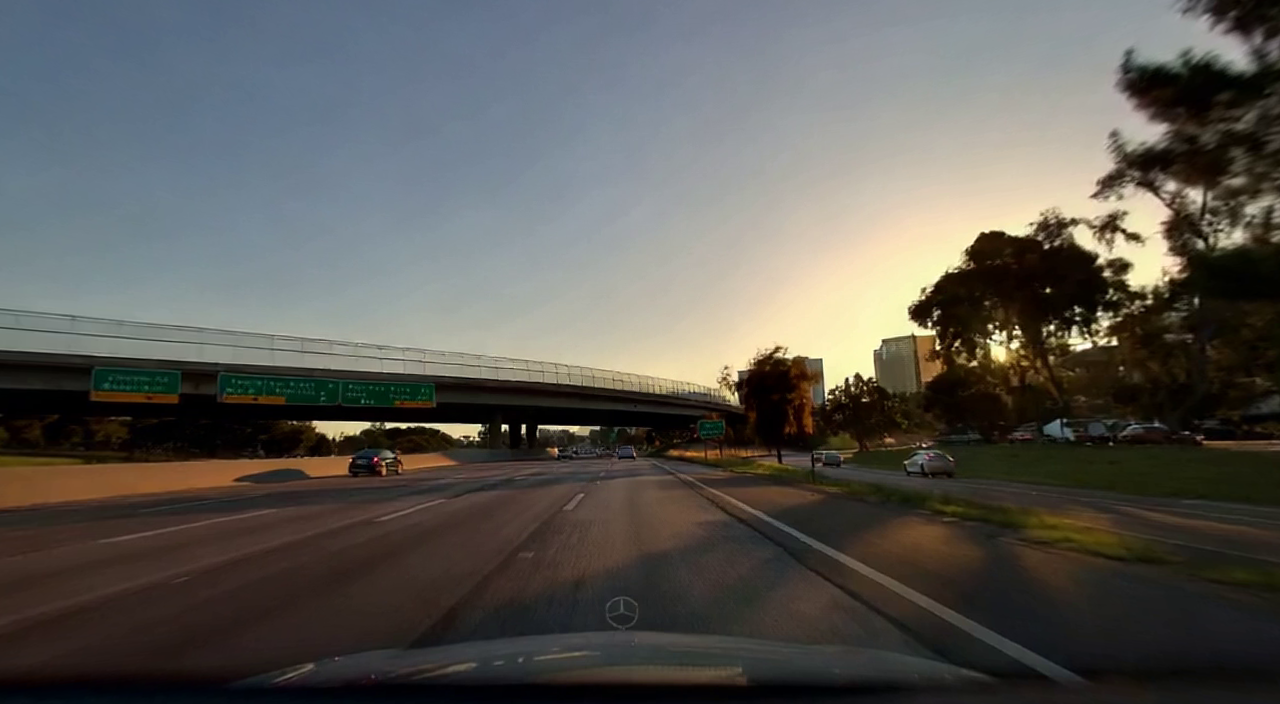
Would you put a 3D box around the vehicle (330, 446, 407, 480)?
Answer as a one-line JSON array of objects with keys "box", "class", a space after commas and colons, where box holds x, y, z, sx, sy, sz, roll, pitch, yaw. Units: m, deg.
[{"box": [-14.168, 5.796, 33.274, 2.057, 1.619, 4.443, 0, -9, -1], "class": "vehicle"}]

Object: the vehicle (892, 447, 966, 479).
[{"box": [17.119, 6.569, 37.776, 2.172, 1.778, 5.085, 0, -9, 2], "class": "vehicle"}]
